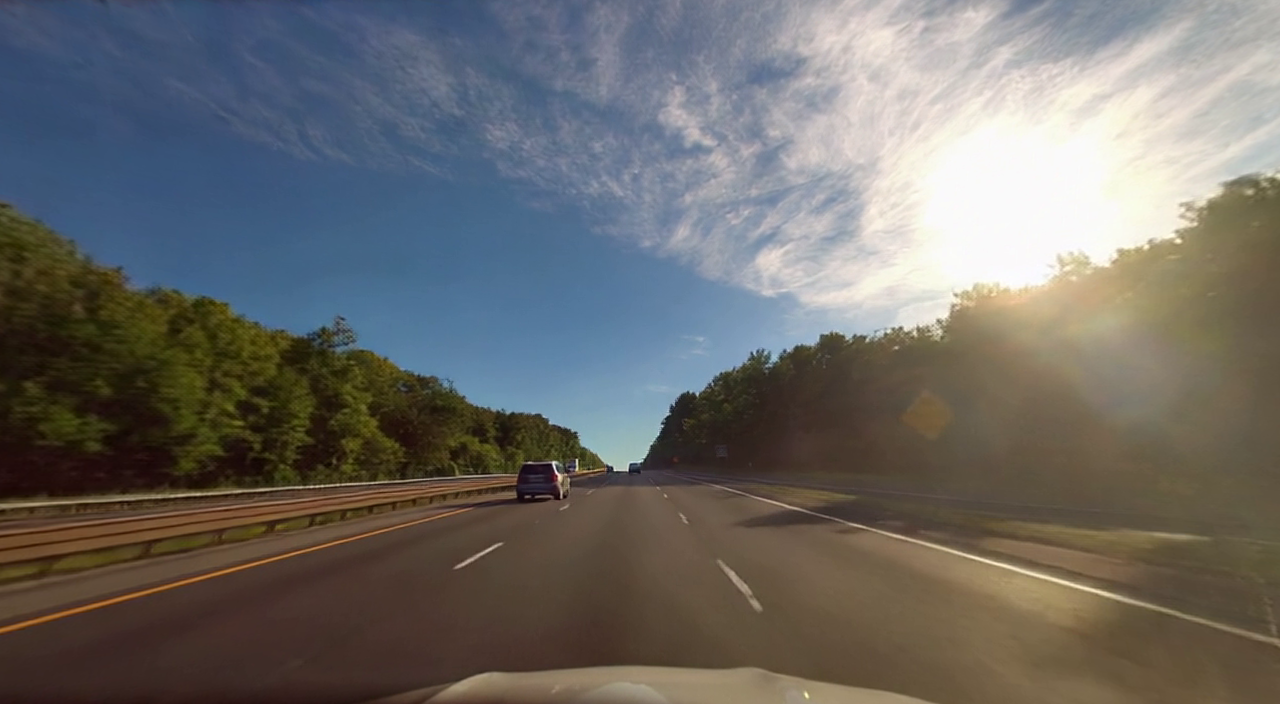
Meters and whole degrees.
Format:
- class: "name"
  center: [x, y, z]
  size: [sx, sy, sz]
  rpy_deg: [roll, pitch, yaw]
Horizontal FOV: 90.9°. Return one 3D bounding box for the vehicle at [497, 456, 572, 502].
- class: "vehicle"
  center: [-3.946, 4.860, 24.321]
  size: [2.081, 1.586, 4.245]
  rpy_deg: [0, -10, 1]
